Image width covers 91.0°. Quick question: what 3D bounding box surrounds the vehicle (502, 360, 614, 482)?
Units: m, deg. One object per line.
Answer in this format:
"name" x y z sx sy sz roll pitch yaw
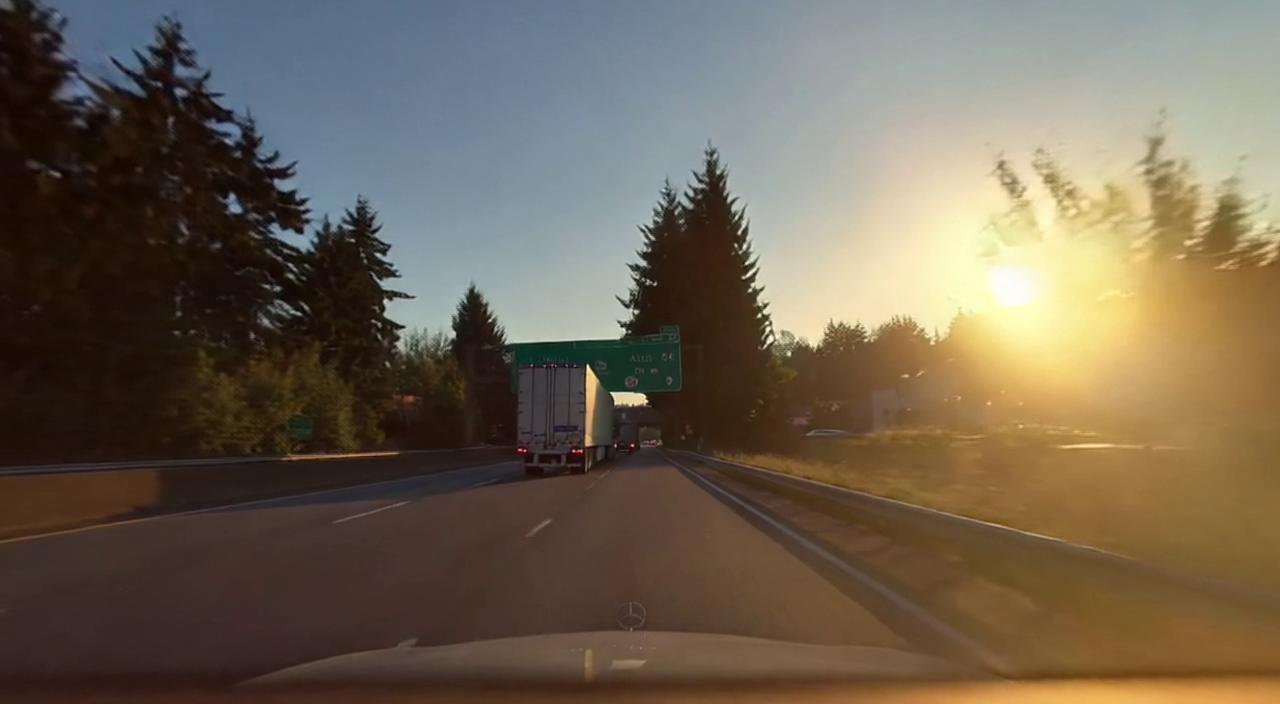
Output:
"vehicle" -3.004 3.298 28.070 2.947 4.051 14.256 0 -8 1
